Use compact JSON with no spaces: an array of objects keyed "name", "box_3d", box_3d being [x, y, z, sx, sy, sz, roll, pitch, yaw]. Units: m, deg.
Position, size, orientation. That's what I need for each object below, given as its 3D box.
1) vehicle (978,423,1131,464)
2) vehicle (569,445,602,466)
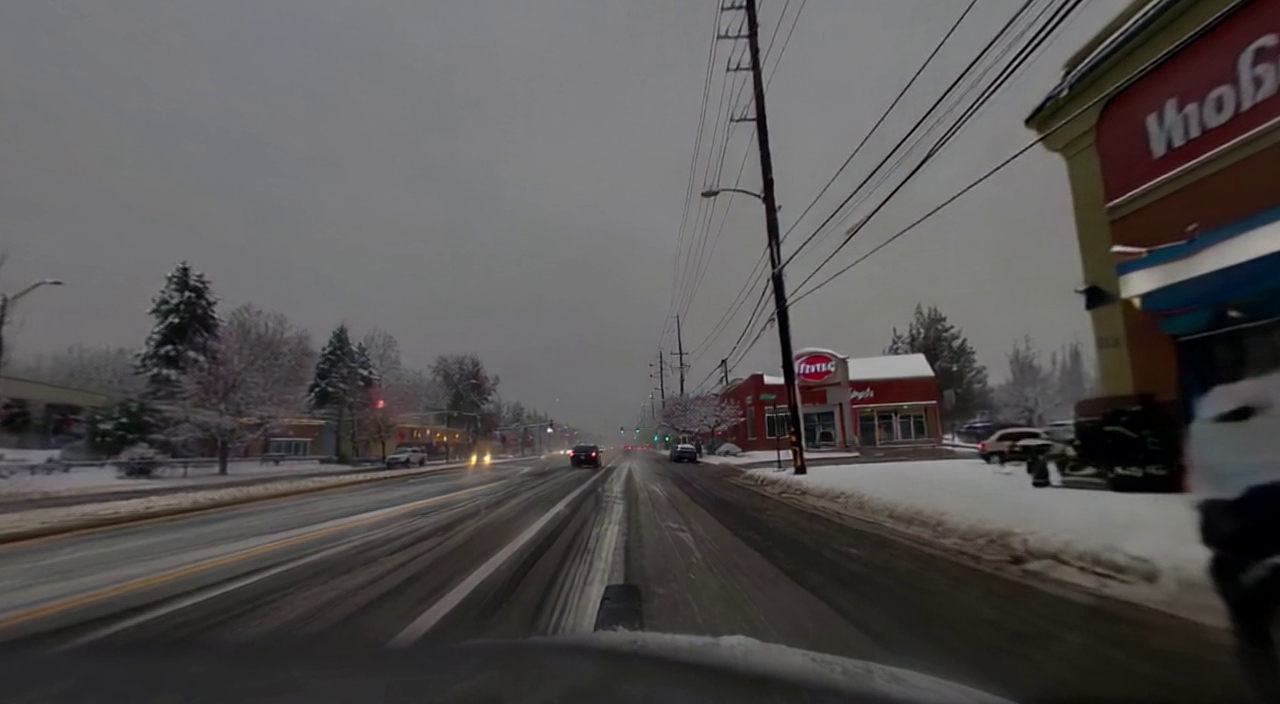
[{"name":"vehicle","box_3d":[16.397,3.694,25.264,2.150,1.463,4.524,5,-10,-30]},{"name":"vehicle","box_3d":[-4.103,7.819,47.991,2.179,1.490,4.742,0,-9,-1]}]
